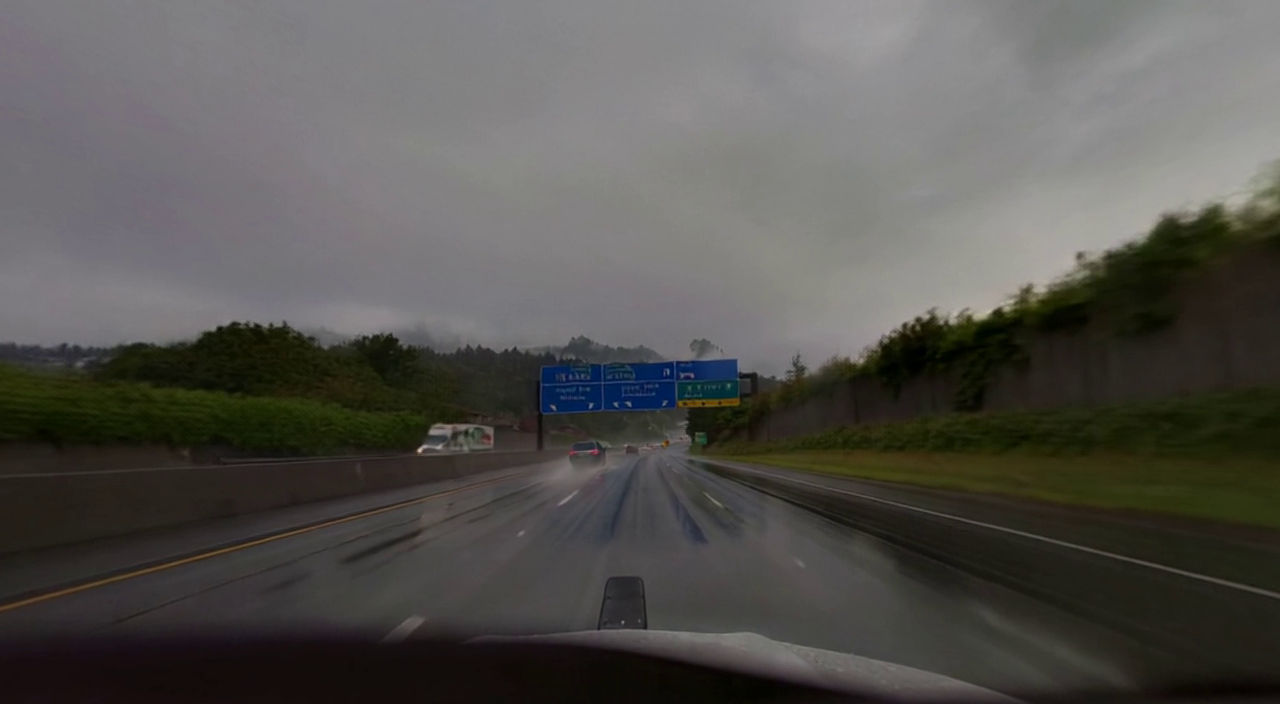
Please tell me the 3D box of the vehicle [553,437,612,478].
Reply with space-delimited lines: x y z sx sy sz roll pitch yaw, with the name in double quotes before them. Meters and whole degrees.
"vehicle" -2.460 4.677 28.119 2.183 1.662 3.968 0 -9 1
